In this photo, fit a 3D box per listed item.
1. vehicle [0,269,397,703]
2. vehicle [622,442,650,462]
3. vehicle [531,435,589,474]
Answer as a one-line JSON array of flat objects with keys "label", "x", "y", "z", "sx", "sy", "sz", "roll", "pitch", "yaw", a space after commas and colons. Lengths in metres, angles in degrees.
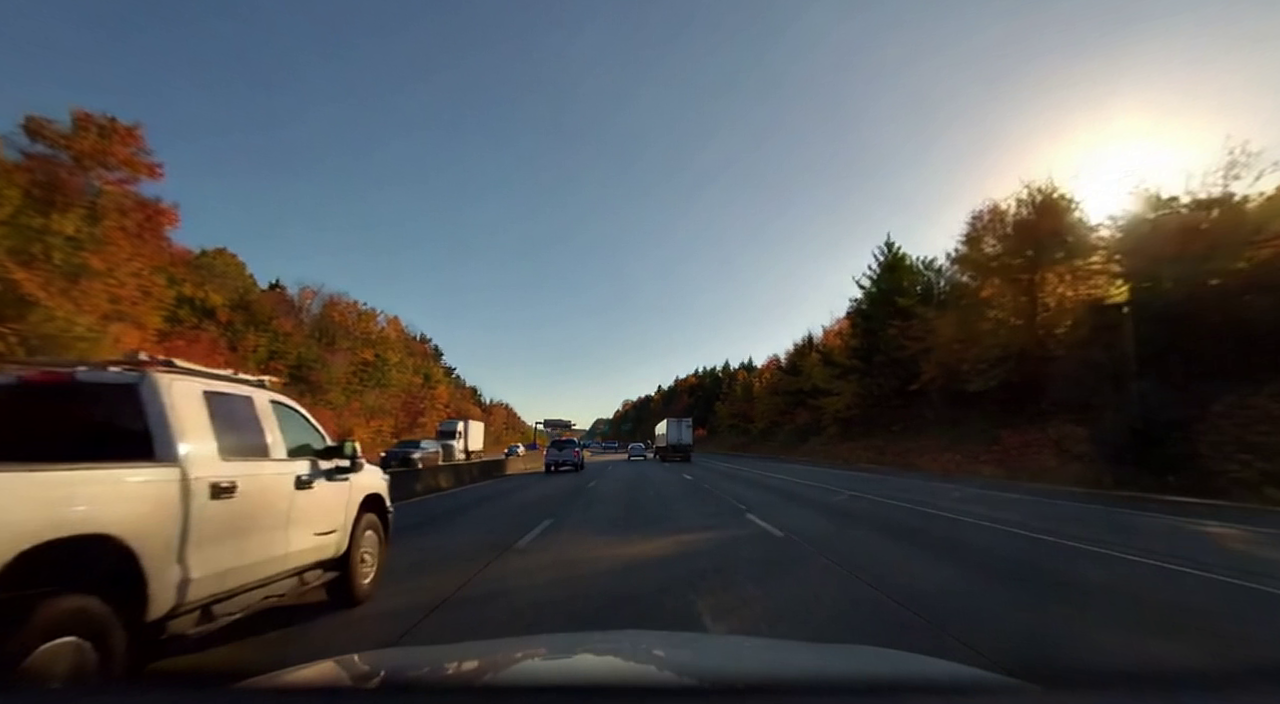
[{"label": "vehicle", "x": -3.459, "y": 0.805, "z": 3.325, "sx": 2.180, "sy": 1.916, "sz": 5.263, "roll": 0, "pitch": -8, "yaw": 1}, {"label": "vehicle", "x": -0.267, "y": 7.895, "z": 49.790, "sx": 2.152, "sy": 1.484, "sz": 4.211, "roll": 0, "pitch": -8, "yaw": 0}, {"label": "vehicle", "x": -3.684, "y": 4.851, "z": 29.979, "sx": 2.077, "sy": 1.669, "sz": 4.739, "roll": 0, "pitch": -8, "yaw": 1}]
